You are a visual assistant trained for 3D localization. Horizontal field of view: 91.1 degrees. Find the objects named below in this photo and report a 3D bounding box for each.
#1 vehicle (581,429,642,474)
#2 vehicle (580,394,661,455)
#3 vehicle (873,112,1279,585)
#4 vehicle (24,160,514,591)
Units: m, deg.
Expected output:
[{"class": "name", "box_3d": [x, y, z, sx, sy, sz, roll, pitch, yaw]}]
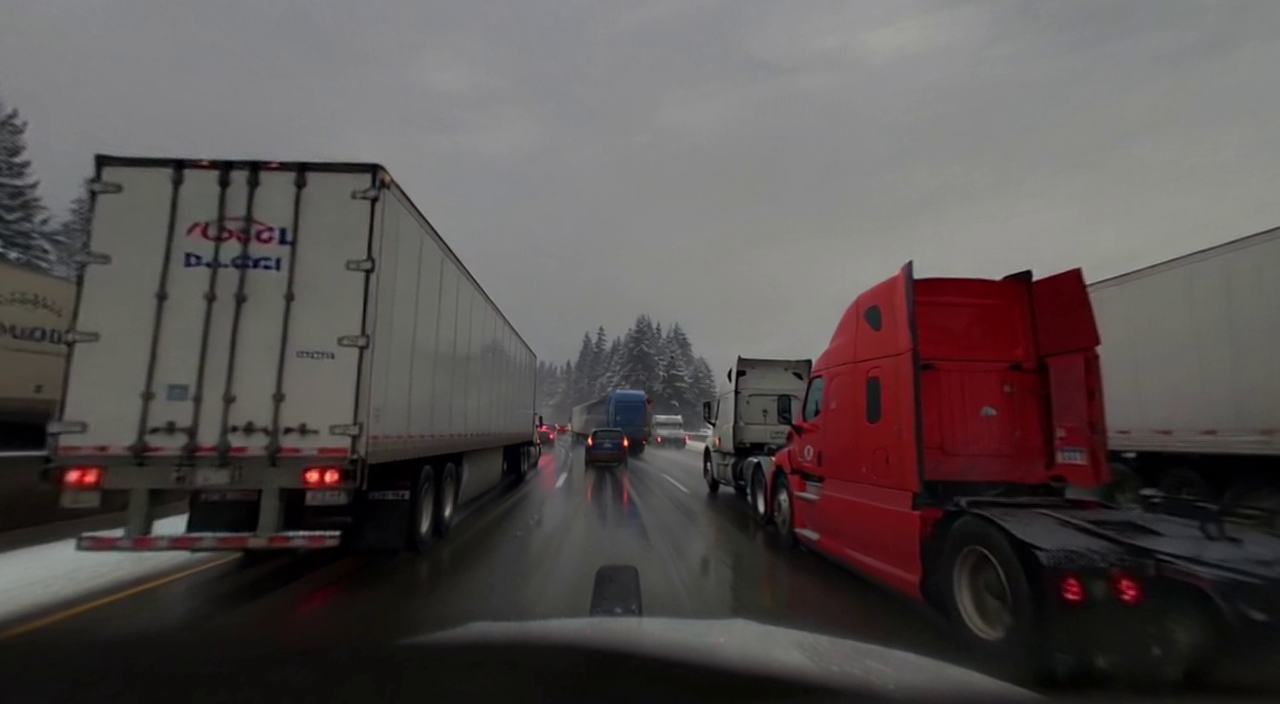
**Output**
[{"class": "vehicle", "box_3d": [-1.185, 3.779, 24.285, 2.060, 1.540, 4.374, 1, -8, -6]}, {"class": "vehicle", "box_3d": [-1.906, 5.843, 49.628, 2.899, 4.112, 13.912, 2, -8, -16]}, {"class": "vehicle", "box_3d": [7.772, -0.260, 3.947, 2.820, 4.084, 13.786, 3, -8, -24]}, {"class": "vehicle", "box_3d": [-4.046, 0.710, 9.946, 2.822, 3.788, 8.799, 0, -8, -4]}]
